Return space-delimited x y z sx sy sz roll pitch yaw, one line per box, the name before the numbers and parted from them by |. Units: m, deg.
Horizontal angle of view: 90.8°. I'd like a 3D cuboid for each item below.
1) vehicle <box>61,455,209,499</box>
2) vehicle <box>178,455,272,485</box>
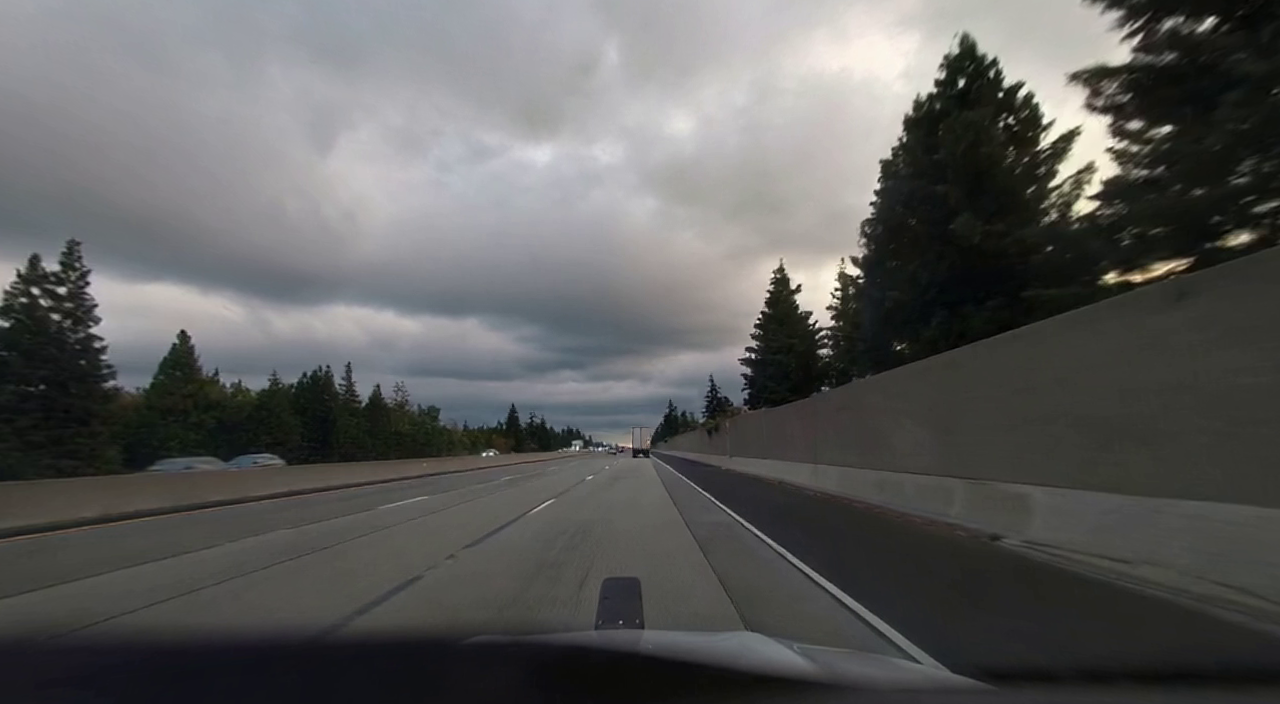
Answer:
vehicle | -19.265 4.753 24.412 1.831 1.493 4.682 0 -9 0
vehicle | -23.852 6.784 36.527 2.255 1.555 4.759 0 -9 0
